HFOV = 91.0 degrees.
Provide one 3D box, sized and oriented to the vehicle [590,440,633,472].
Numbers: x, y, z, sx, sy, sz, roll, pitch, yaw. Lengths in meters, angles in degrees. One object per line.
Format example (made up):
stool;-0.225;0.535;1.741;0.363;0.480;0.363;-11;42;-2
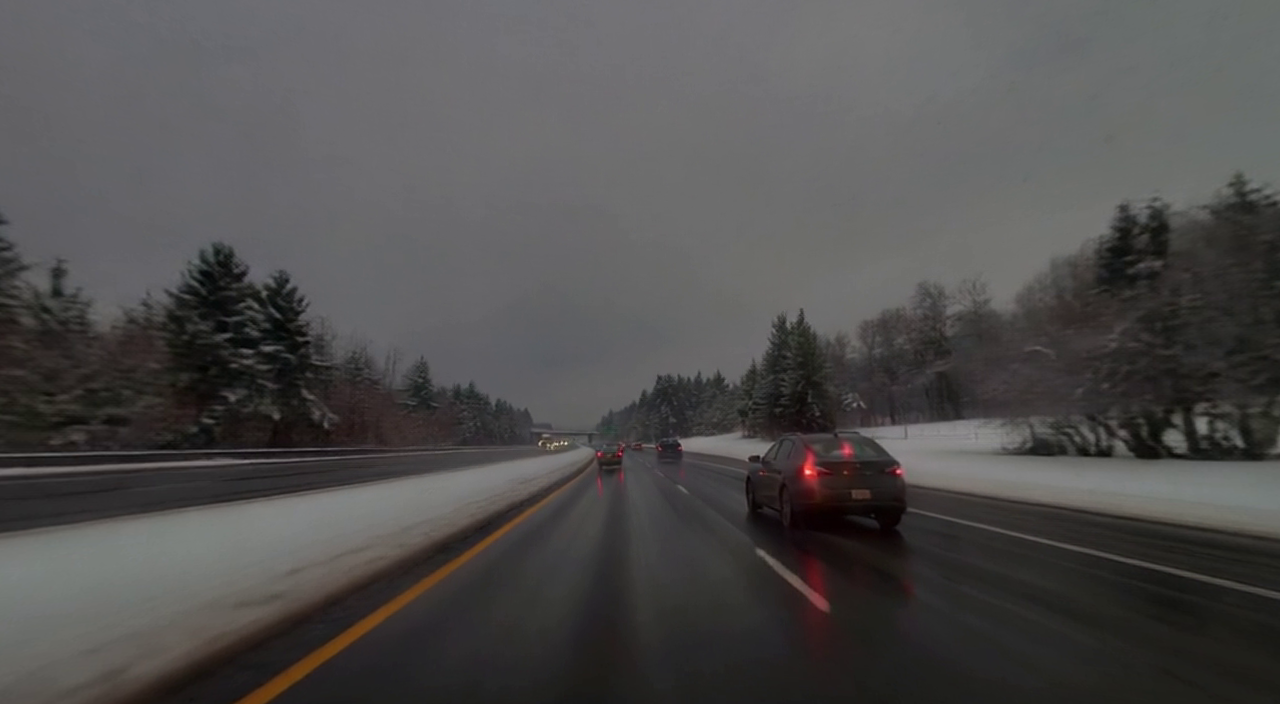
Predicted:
vehicle;-1.576;5.551;33.949;2.178;1.559;4.254;0;-8;-3

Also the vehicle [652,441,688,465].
vehicle;1.956;6.817;42.774;2.146;1.546;3.796;0;-8;-2

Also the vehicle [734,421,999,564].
vehicle;2.921;1.927;9.610;2.055;1.566;5.046;0;-8;-1
